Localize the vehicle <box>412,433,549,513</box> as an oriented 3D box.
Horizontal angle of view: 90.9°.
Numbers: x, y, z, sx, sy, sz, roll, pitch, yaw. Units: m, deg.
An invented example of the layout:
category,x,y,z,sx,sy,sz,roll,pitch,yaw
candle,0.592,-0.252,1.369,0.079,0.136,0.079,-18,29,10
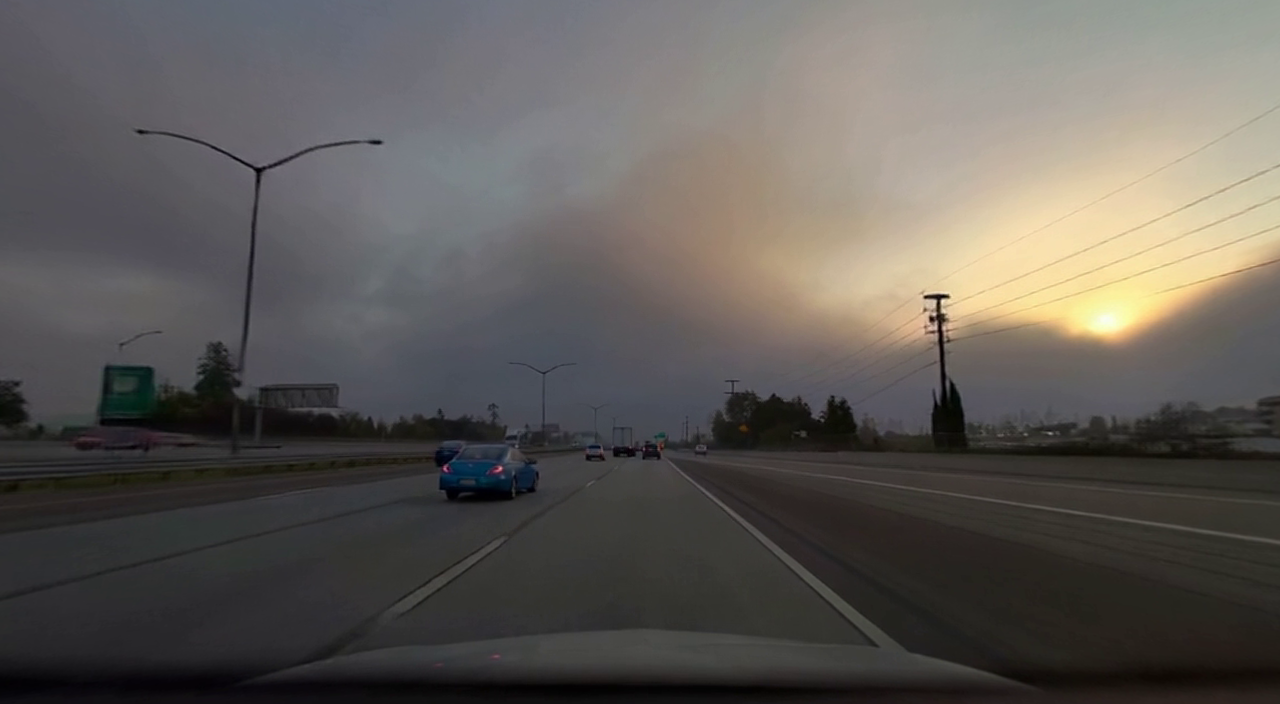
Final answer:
category,x,y,z,sx,sy,sz,roll,pitch,yaw
vehicle,-3.317,2.583,13.925,1.953,1.511,3.704,0,-8,2
